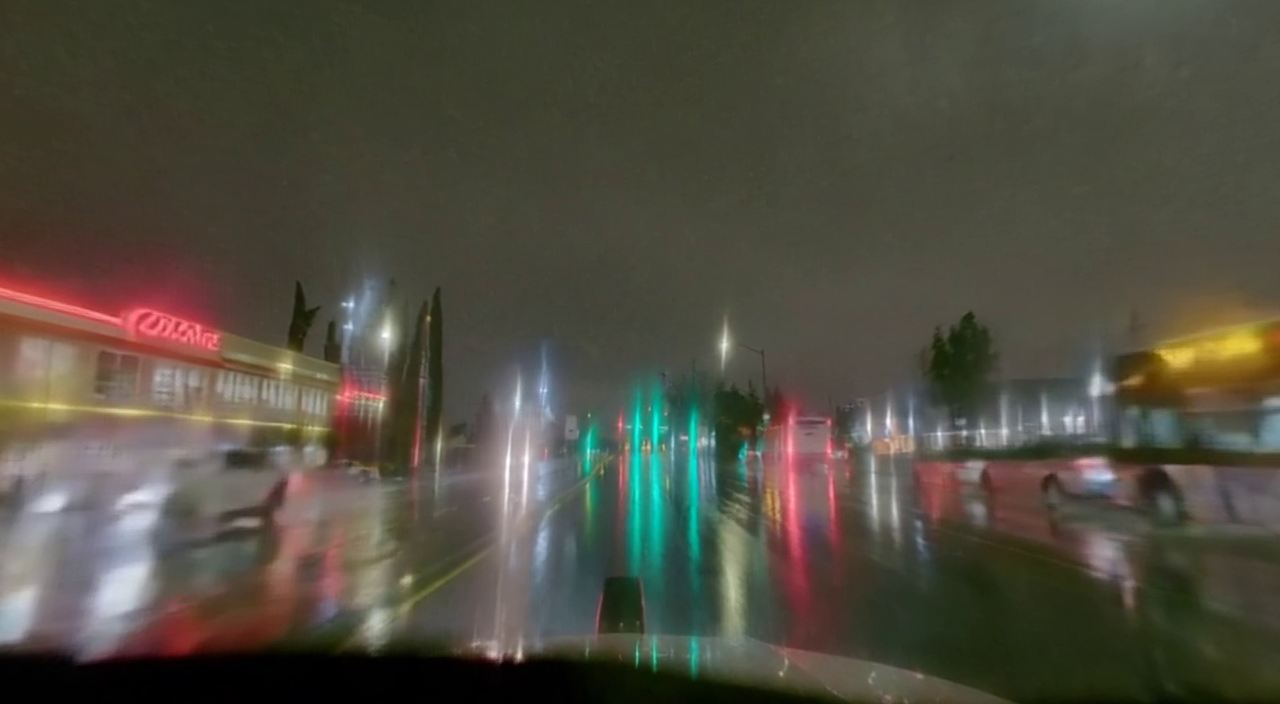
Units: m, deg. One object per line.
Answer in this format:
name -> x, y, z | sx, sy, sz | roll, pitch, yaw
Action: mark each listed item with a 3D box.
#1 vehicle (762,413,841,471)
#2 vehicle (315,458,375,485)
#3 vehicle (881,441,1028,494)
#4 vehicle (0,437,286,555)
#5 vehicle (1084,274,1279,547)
vehicle -> 9.792, 5.619, 39.184 | 2.923, 3.249, 6.993 | 0, -8, 0
vehicle -> -19.552, 7.927, 42.138 | 1.984, 1.578, 4.507 | -1, -8, -2
vehicle -> 10.021, 3.692, 20.718 | 2.023, 1.494, 5.029 | 0, -8, -3
vehicle -> -8.873, 2.418, 11.506 | 1.939, 1.643, 4.975 | 0, -8, 0
vehicle -> 9.966, 0.697, 7.857 | 2.897, 3.584, 7.857 | 0, -9, -2
